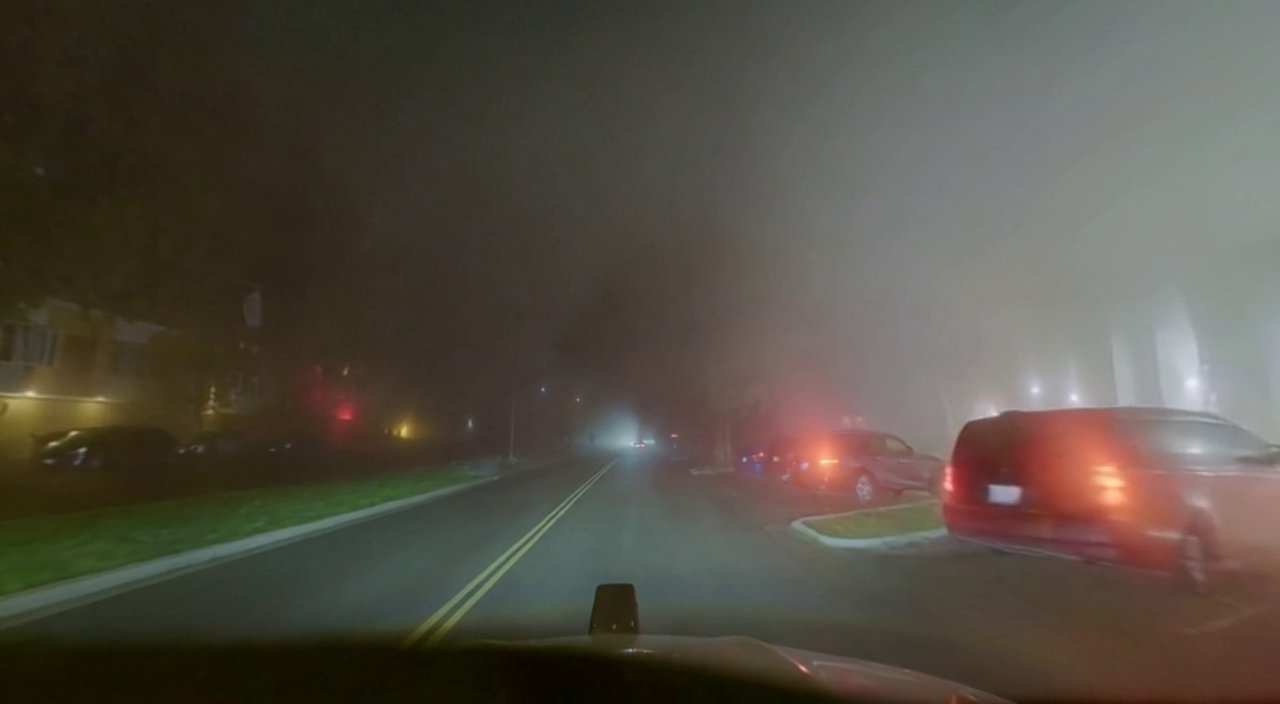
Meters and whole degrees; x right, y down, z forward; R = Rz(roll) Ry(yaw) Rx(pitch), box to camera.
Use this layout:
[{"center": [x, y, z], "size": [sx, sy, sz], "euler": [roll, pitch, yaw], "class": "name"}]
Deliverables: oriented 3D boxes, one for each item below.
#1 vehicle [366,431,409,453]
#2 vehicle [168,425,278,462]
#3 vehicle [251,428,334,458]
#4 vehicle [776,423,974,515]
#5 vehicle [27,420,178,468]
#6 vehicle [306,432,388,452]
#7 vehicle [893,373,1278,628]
[{"center": [-19.234, 6.871, 48.085], "size": [1.792, 1.554, 3.682], "euler": [0, -8, -1], "class": "vehicle"}, {"center": [-18.502, 4.082, 28.235], "size": [1.811, 1.502, 4.639], "euler": [-1, -8, 0], "class": "vehicle"}, {"center": [-18.781, 4.975, 34.324], "size": [1.869, 1.494, 4.833], "euler": [0, -8, -2], "class": "vehicle"}, {"center": [4.646, 2.213, 12.400], "size": [3.531, 1.529, 1.903], "euler": [5, -10, -35], "class": "vehicle"}, {"center": [-18.573, 3.217, 22.047], "size": [1.807, 1.501, 4.134], "euler": [0, -8, -3], "class": "vehicle"}, {"center": [-19.270, 5.970, 41.840], "size": [2.389, 1.206, 6.247], "euler": [-1, -8, 1], "class": "vehicle"}, {"center": [4.640, 1.251, 6.315], "size": [4.416, 1.656, 1.928], "euler": [6, -10, -39], "class": "vehicle"}]
